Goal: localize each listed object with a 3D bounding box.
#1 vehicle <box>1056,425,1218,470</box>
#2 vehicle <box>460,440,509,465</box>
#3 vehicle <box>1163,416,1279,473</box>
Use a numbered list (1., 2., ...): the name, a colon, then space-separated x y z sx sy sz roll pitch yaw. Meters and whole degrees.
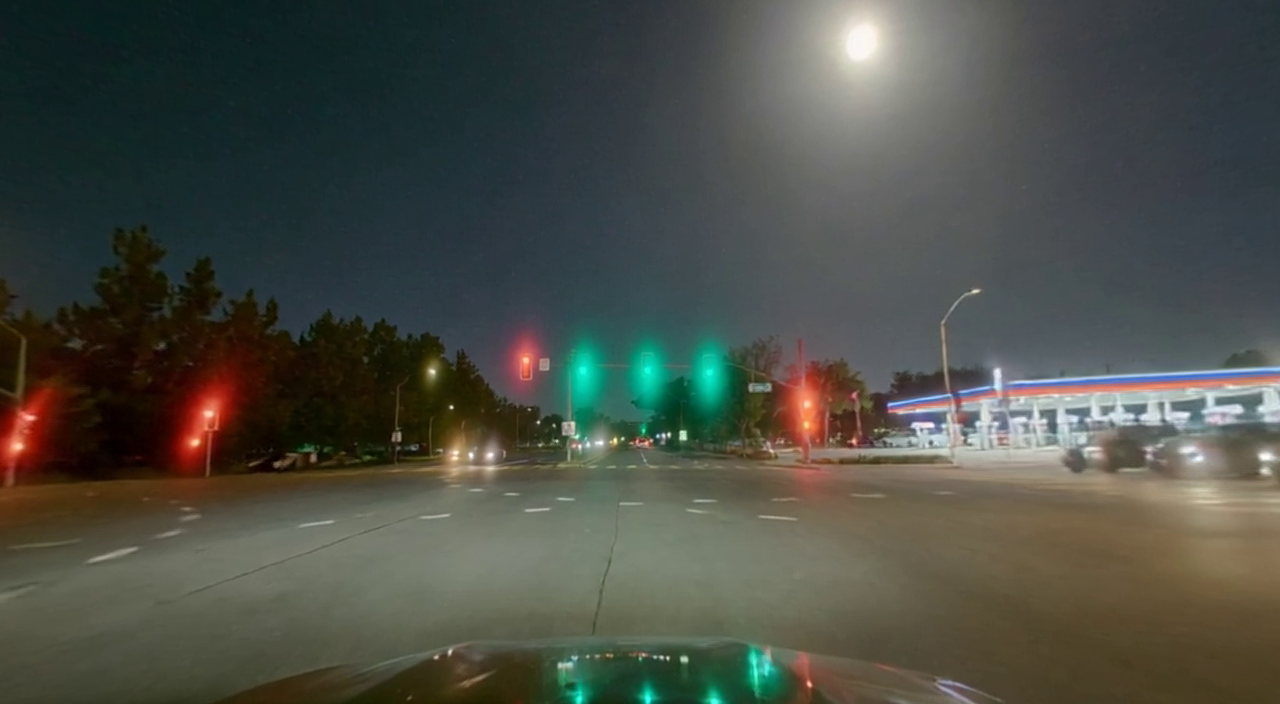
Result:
1. vehicle: 20.846 4.010 26.692 4.966 1.778 2.104 -1 -8 2
2. vehicle: -10.121 6.556 41.375 2.029 1.452 4.598 -3 -8 0
3. vehicle: 20.176 2.999 20.601 4.364 1.737 1.967 -1 -8 2
